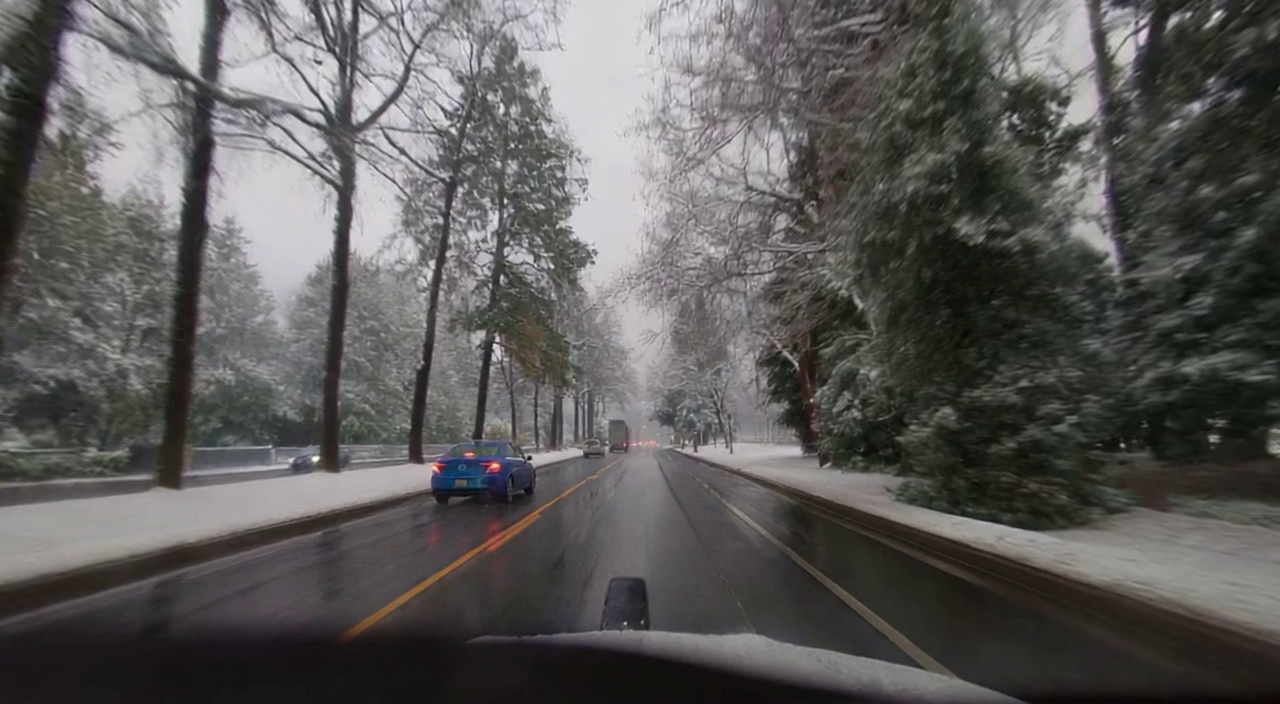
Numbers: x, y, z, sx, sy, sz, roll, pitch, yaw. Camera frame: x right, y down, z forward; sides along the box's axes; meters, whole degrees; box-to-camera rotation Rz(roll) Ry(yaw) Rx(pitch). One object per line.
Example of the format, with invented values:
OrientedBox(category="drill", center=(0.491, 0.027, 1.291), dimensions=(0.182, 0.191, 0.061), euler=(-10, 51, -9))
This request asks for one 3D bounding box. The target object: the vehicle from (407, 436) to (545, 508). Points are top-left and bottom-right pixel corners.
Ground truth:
OrientedBox(category="vehicle", center=(-3.741, 2.819, 15.331), dimensions=(2.033, 1.454, 4.512), euler=(0, -8, 2))

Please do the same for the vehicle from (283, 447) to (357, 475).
OrientedBox(category="vehicle", center=(-18.086, 6.176, 35.861), dimensions=(1.839, 1.458, 4.402), euler=(0, -8, 0))
